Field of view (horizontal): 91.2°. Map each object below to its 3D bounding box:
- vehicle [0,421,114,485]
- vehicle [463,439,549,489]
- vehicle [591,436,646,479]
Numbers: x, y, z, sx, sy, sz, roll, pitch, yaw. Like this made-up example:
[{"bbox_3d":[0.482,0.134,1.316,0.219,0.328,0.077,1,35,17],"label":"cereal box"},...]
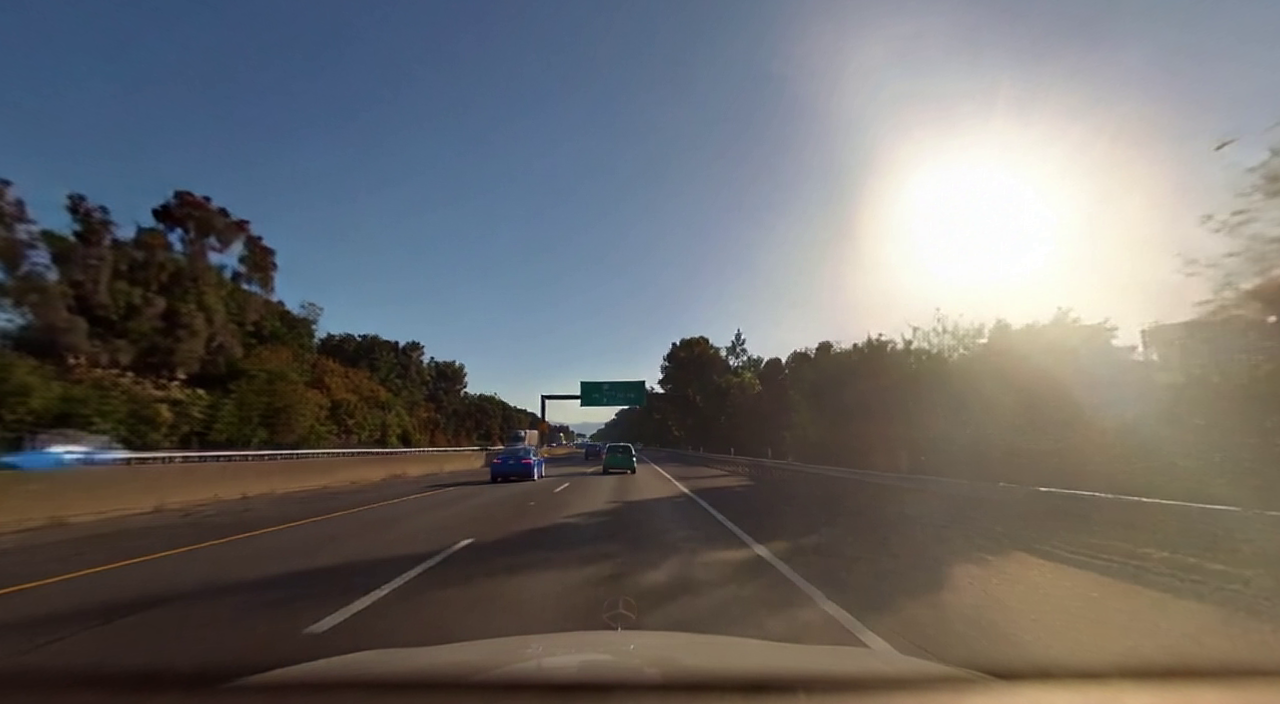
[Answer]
[{"bbox_3d":[-17.200,2.766,17.097,1.987,1.594,4.249,-1,-9,0],"label":"vehicle"},{"bbox_3d":[-4.728,4.030,22.922,2.103,1.588,4.709,-1,-9,0],"label":"vehicle"},{"bbox_3d":[-0.898,4.646,27.673,2.220,1.711,4.056,0,-9,-1],"label":"vehicle"}]
